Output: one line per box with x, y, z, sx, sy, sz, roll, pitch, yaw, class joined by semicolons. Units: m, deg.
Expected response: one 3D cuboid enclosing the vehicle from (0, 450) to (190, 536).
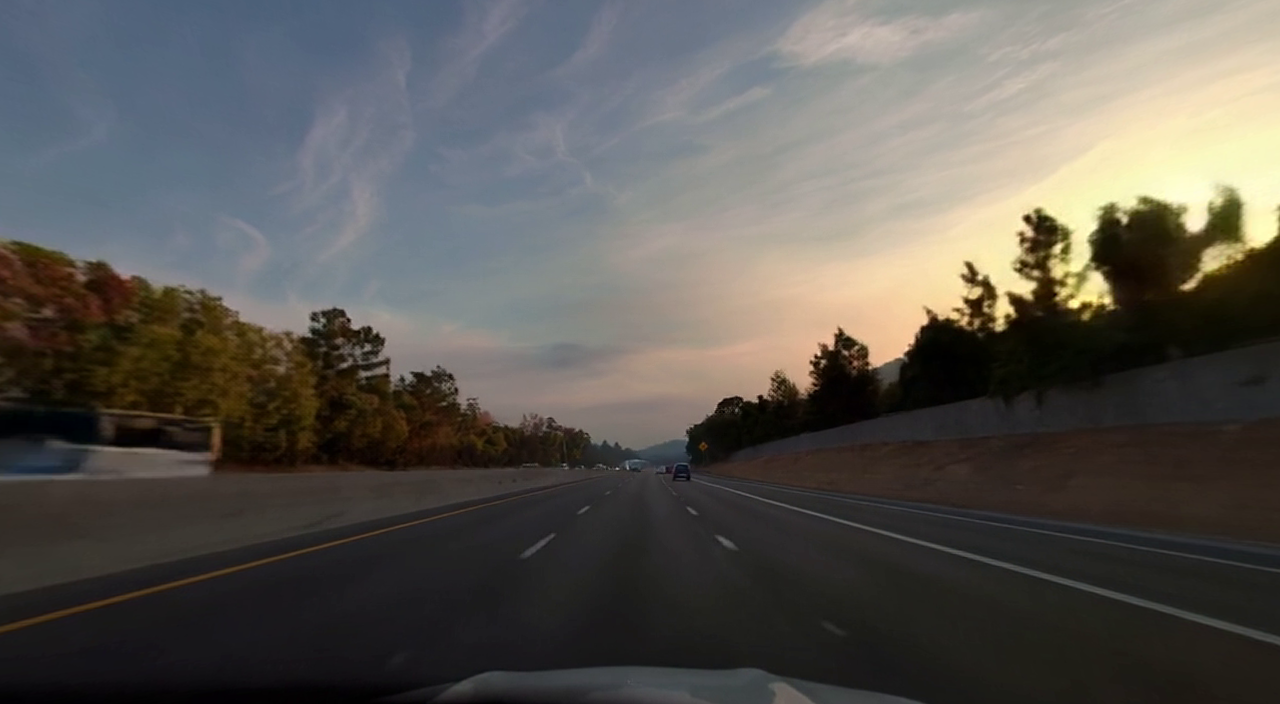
-10.661;2.583;11.924;1.690;1.352;3.506;1;-10;-1;vehicle
